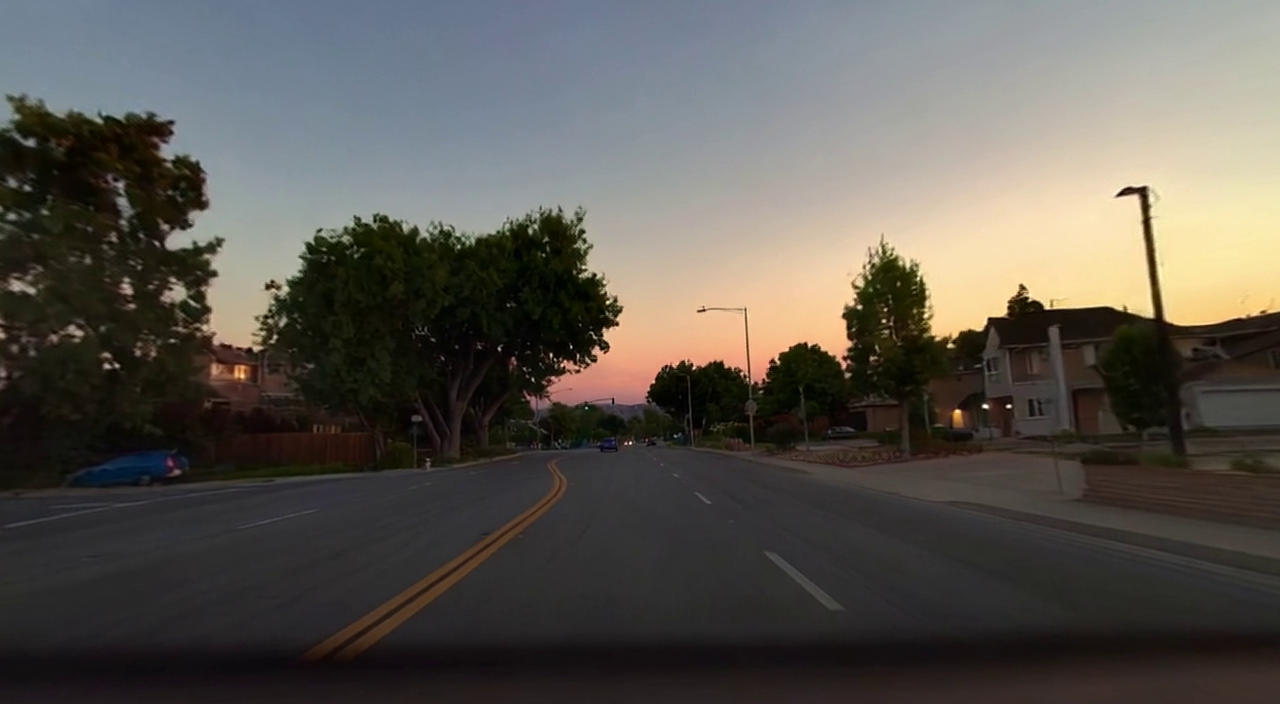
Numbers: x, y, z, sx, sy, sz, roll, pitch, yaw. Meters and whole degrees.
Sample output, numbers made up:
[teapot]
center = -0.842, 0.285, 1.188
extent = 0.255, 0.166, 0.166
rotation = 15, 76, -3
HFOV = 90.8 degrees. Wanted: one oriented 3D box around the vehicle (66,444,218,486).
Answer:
[vehicle]
center = -25.771, 5.777, 32.954
extent = 2.239, 1.961, 5.660
rotation = -5, -10, 33
